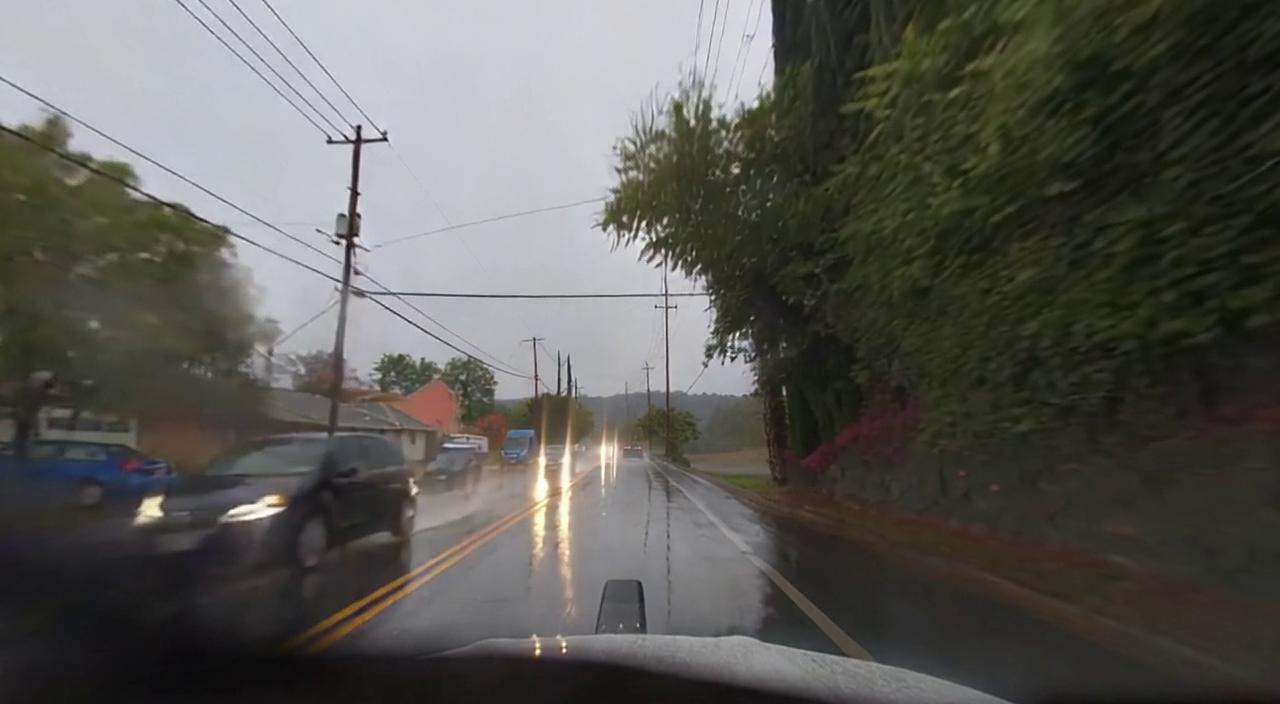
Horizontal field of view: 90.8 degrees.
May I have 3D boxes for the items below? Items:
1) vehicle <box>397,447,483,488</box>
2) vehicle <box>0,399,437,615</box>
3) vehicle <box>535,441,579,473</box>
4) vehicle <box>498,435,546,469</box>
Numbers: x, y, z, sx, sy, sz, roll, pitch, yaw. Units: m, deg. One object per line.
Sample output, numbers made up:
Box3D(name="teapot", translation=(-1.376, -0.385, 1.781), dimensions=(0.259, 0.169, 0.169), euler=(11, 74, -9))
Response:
Box3D(name="vehicle", translation=(-7.969, 4.618, 25.650), dimensions=(2.003, 1.460, 4.360), euler=(0, -8, 0))
Box3D(name="vehicle", translation=(-4.148, 1.565, 7.310), dimensions=(2.153, 1.715, 4.333), euler=(0, -8, 0))
Box3D(name="vehicle", translation=(-4.186, 5.374, 32.444), dimensions=(1.796, 1.516, 3.871), euler=(0, -8, 0))
Box3D(name="vehicle", translation=(-7.990, 6.807, 43.256), dimensions=(2.335, 2.136, 5.328), euler=(0, -8, -1))
